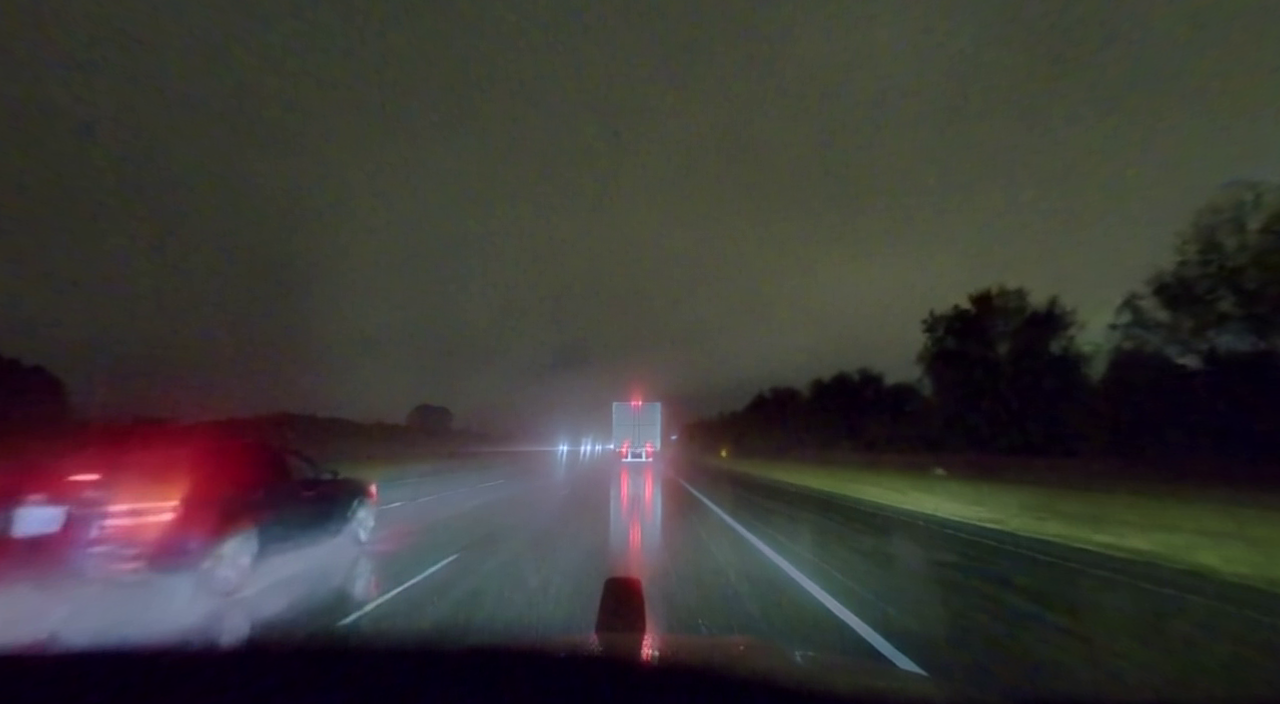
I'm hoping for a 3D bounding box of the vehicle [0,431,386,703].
[{"bbox_3d":[-4.242,1.500,5.493,1.892,1.471,5.047,-1,-9,1],"label":"vehicle"}]
